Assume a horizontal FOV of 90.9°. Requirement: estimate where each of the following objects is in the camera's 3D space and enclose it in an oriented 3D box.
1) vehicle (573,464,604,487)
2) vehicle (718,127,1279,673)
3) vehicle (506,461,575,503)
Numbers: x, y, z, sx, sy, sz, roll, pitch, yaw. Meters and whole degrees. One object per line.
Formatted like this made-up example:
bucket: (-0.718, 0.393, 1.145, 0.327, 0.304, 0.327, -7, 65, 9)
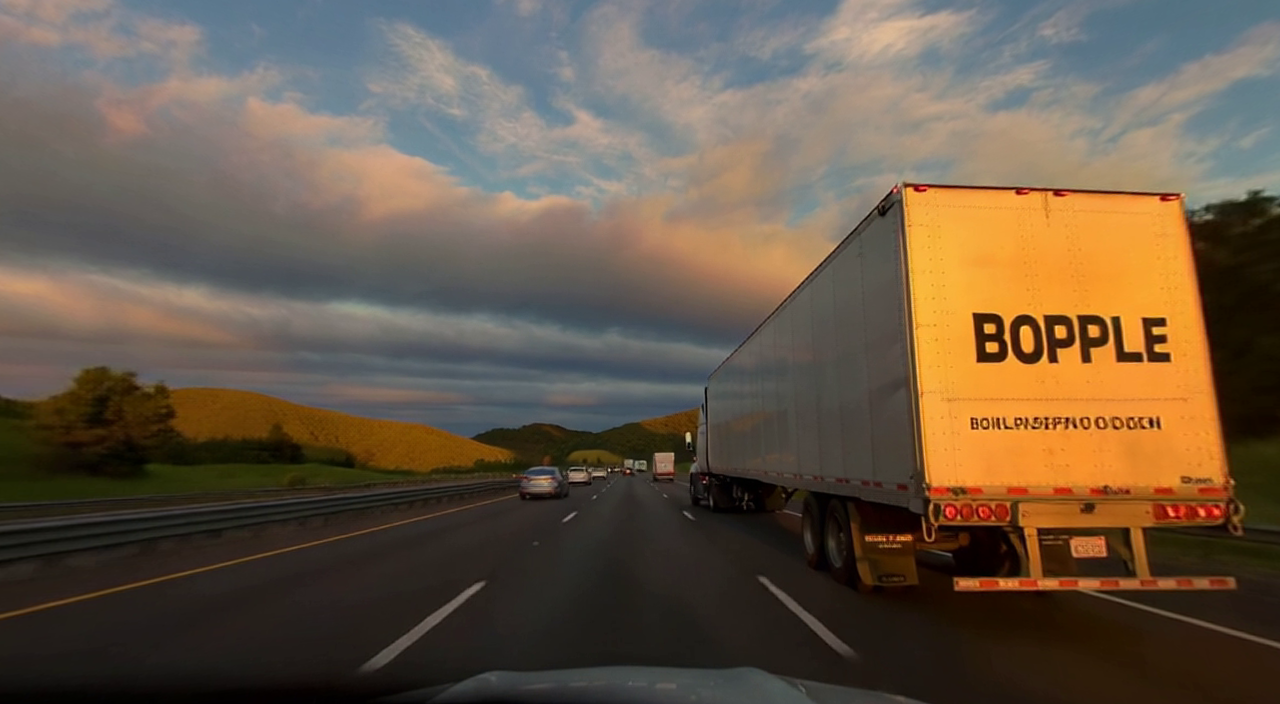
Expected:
vehicle: (-3.975, 9.678, 49.316, 2.063, 1.671, 4.197, 1, -11, 0)
vehicle: (3.791, 1.491, 11.604, 2.839, 4.062, 14.051, 1, -11, 0)
vehicle: (-4.086, 5.472, 26.805, 2.088, 1.566, 4.853, 1, -11, 1)
